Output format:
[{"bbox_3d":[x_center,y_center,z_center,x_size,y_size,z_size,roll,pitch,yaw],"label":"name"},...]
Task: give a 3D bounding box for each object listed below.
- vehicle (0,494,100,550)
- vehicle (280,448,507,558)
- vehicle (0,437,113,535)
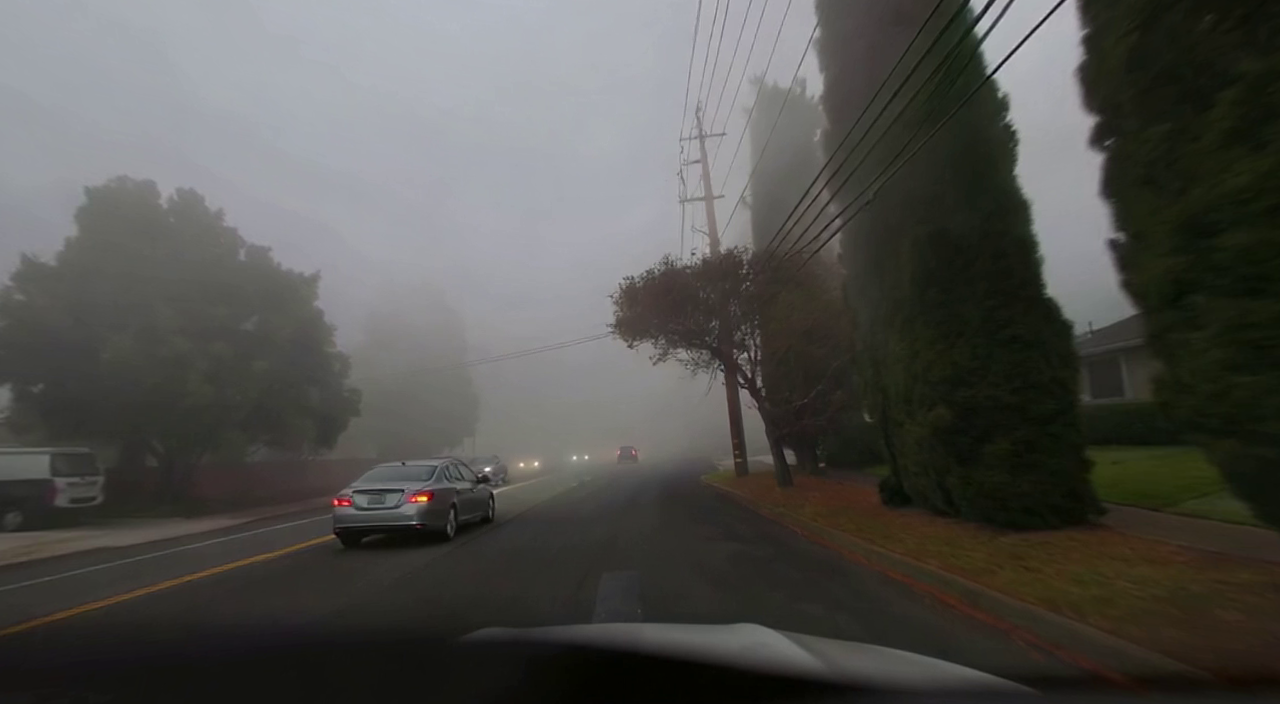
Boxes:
[{"bbox_3d":[-19.941,5.234,19.459,4.472,1.482,2.050,3,-10,-20],"label":"vehicle"},{"bbox_3d":[-3.892,2.439,11.067,2.041,1.471,4.602,-1,-8,1],"label":"vehicle"},{"bbox_3d":[-23.478,4.492,21.404,7.982,3.178,2.531,3,-9,-19],"label":"vehicle"}]
